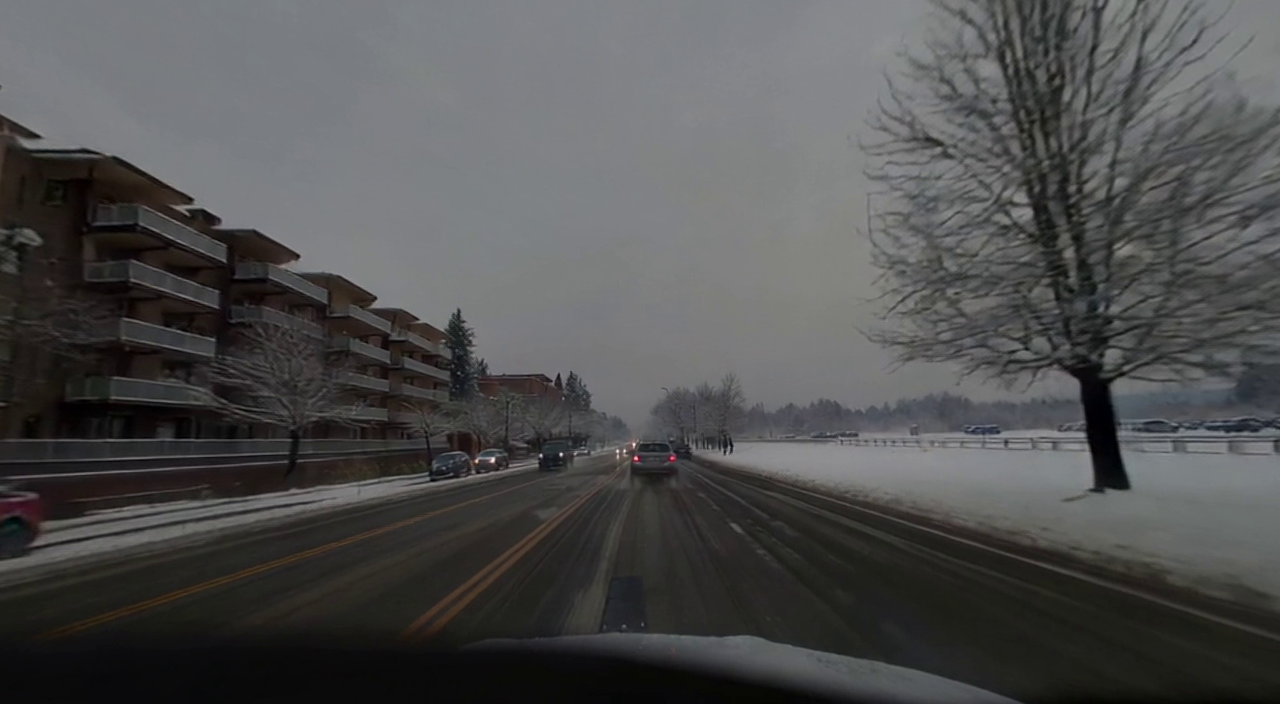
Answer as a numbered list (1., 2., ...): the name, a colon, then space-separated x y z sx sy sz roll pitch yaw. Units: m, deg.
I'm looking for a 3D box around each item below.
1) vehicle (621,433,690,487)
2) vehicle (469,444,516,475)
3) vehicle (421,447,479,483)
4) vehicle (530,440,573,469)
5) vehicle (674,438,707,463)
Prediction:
1. vehicle: 0.460 3.608 21.287 2.132 1.632 3.838 0 -8 0
2. vehicle: -10.011 7.303 43.085 2.032 1.833 4.465 -3 -8 1
3. vehicle: -10.126 6.038 33.901 1.932 1.607 4.191 -4 -8 -2
4. vehicle: -5.828 6.809 42.097 2.065 1.838 4.846 -1 -8 1
5. vehicle: 3.768 7.399 47.445 2.000 1.809 4.405 0 -8 -1
